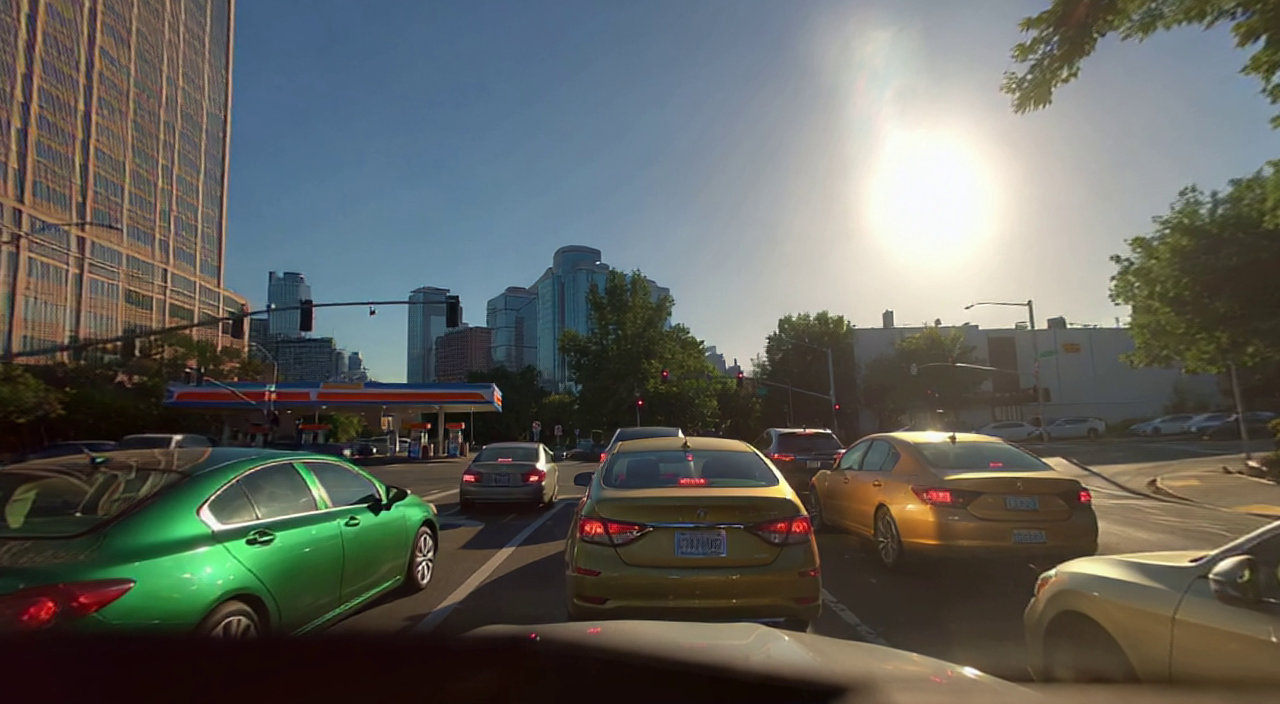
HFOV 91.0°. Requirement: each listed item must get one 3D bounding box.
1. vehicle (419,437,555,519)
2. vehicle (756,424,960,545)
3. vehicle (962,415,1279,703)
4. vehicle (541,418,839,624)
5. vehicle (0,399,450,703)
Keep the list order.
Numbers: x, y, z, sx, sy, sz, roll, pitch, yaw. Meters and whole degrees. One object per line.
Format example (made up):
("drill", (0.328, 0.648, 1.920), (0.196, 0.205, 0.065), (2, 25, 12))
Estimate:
("vehicle", (-3.083, 2.635, 13.676), (1.867, 1.474, 4.237), (0, -9, 1))
("vehicle", (3.372, 2.125, 10.744), (1.947, 1.630, 4.127), (0, -9, -1))
("vehicle", (4.166, 1.139, 3.625), (1.950, 1.497, 4.686), (0, -9, -3))
("vehicle", (0.319, 1.587, 6.924), (2.220, 1.507, 4.317), (0, -9, -2))
("vehicle", (-3.017, 1.256, 4.594), (1.887, 1.493, 4.255), (0, -9, 1))
